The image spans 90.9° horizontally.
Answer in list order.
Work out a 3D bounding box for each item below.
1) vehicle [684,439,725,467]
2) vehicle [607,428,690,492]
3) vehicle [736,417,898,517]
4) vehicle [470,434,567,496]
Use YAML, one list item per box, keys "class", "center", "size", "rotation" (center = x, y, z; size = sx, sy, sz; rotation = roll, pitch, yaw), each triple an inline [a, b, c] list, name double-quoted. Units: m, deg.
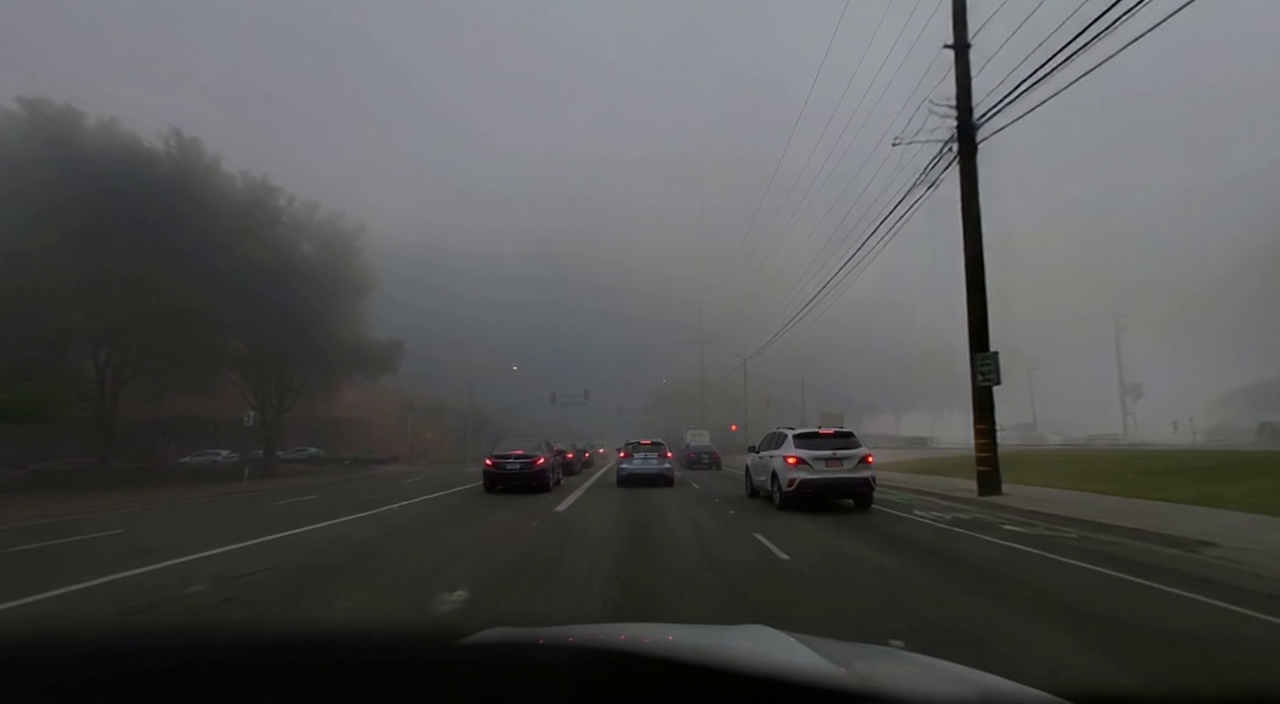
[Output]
- class: "vehicle"
  center: [3.664, 5.813, 36.489]
  size: [1.880, 1.503, 4.130]
  rotation: [0, -8, -1]
- class: "vehicle"
  center: [0.199, 3.160, 18.794]
  size: [2.200, 1.653, 4.127]
  rotation: [0, -8, -1]
- class: "vehicle"
  center: [3.422, 2.335, 13.282]
  size: [2.024, 1.711, 4.512]
  rotation: [0, -8, -1]
- class: "vehicle"
  center: [-3.200, 3.072, 17.588]
  size: [2.104, 1.488, 4.546]
  rotation: [0, -8, -4]
